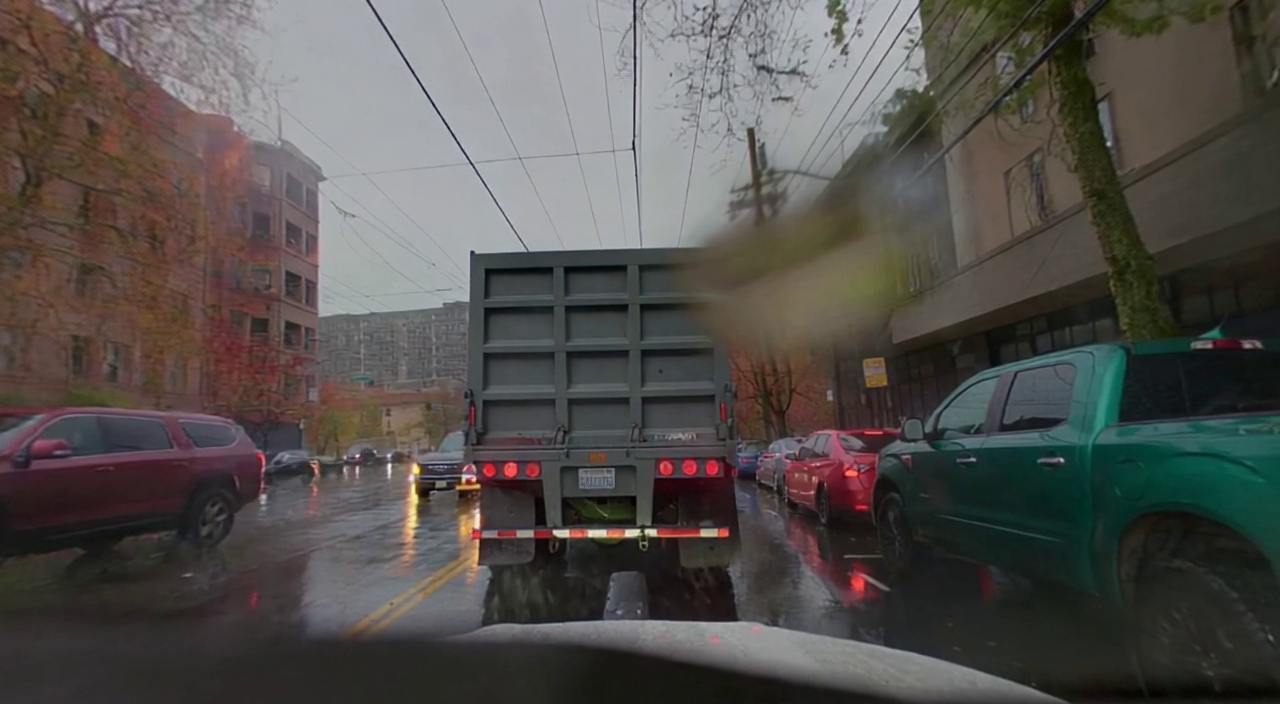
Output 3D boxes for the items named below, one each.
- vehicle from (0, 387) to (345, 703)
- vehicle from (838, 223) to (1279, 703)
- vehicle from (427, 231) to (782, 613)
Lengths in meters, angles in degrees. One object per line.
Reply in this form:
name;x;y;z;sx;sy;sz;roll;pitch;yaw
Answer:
vehicle;-4.119;1.192;4.325;1.988;1.657;4.492;0;-8;0
vehicle;3.229;0.844;3.836;2.242;1.979;5.722;0;-8;1
vehicle;-0.245;1.134;9.423;2.878;3.204;8.244;0;-8;1
